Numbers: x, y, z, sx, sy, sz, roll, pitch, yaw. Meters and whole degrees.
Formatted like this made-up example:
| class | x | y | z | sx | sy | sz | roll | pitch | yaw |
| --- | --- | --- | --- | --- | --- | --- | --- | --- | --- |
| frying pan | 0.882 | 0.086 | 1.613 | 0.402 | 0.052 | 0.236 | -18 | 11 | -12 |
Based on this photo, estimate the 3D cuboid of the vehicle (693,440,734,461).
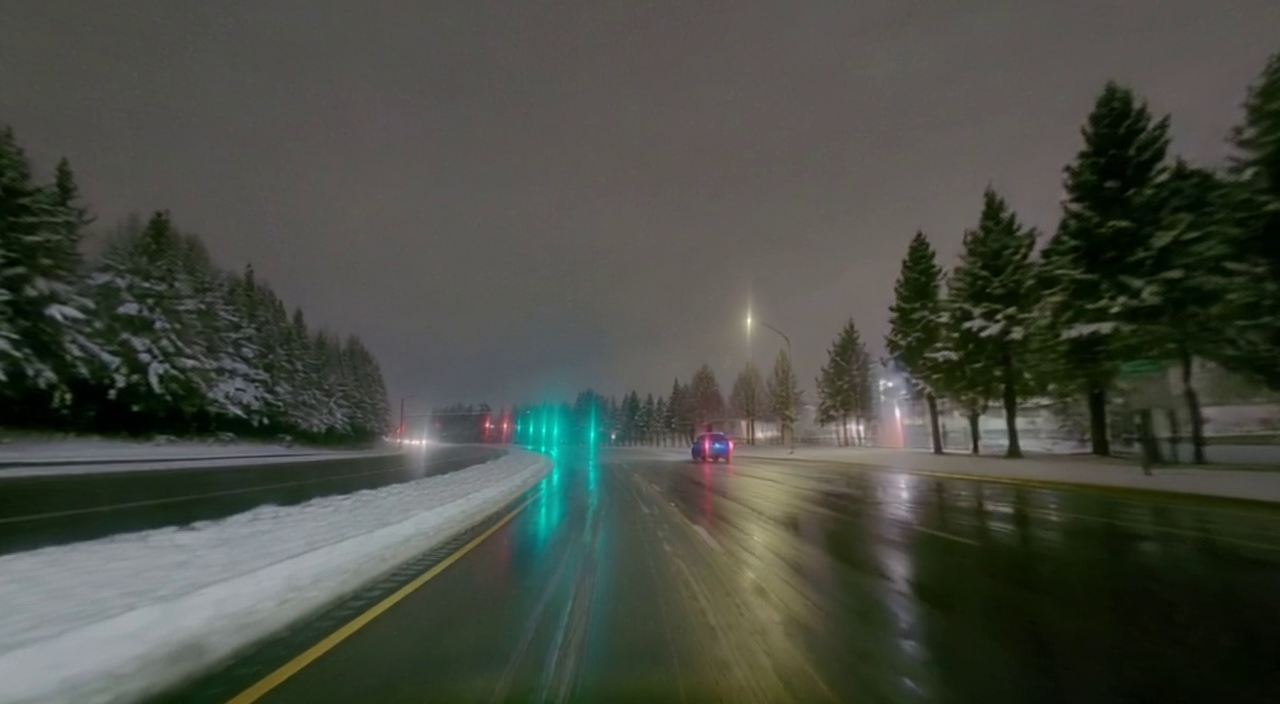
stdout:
| class | x | y | z | sx | sy | sz | roll | pitch | yaw |
| --- | --- | --- | --- | --- | --- | --- | --- | --- | --- |
| vehicle | 5.385 | 7.362 | 46.941 | 1.908 | 1.483 | 4.474 | 1 | -9 | -9 |
